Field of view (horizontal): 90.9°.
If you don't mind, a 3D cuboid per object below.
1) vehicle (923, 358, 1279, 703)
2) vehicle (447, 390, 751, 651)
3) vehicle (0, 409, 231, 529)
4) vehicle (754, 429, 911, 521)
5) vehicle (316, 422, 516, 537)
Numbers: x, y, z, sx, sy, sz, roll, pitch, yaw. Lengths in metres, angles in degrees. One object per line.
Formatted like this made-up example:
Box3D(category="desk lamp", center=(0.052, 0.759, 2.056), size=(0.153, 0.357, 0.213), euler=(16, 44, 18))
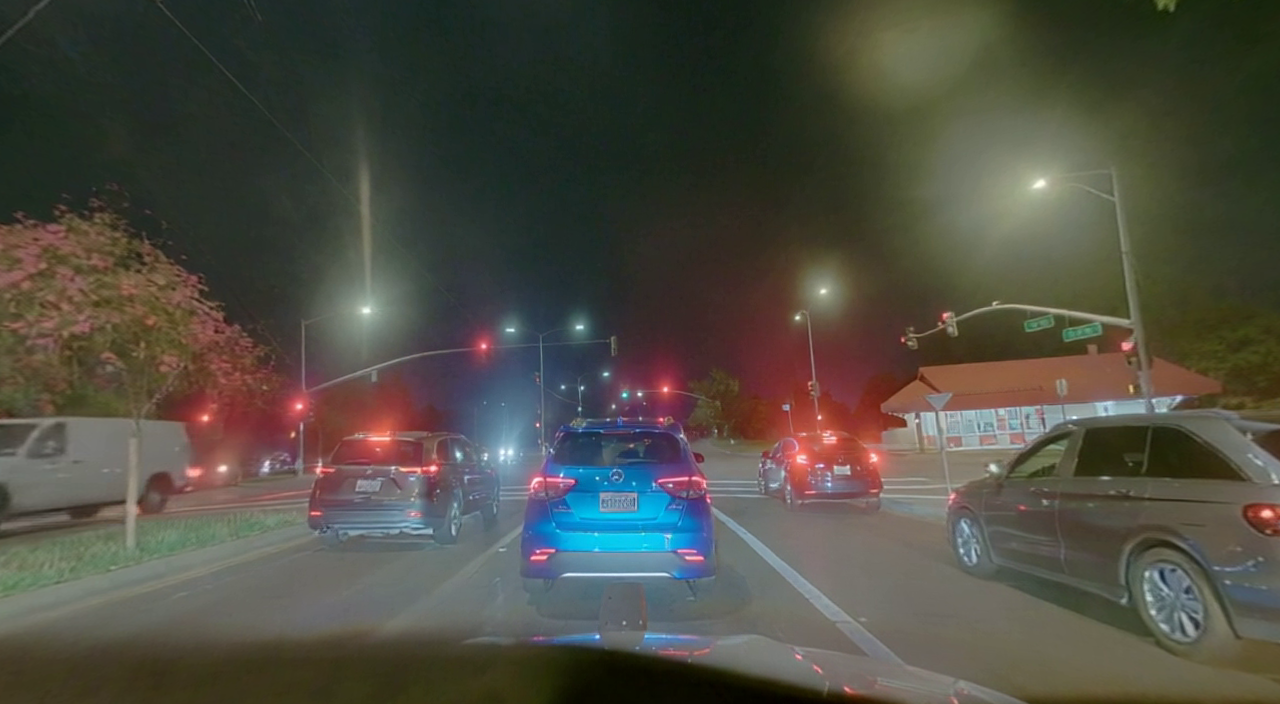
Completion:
Box3D(category="vehicle", center=(4.149, 1.202, 4.929), size=(2.014, 1.740, 4.515), euler=(-1, -8, 4))
Box3D(category="vehicle", center=(-0.158, 1.415, 6.313), size=(2.022, 1.700, 4.084), euler=(0, -8, 4))
Box3D(category="vehicle", center=(-12.373, 2.500, 14.036), size=(2.405, 2.098, 5.888), euler=(0, -8, 2))
Box3D(category="vehicle", center=(3.647, 2.399, 12.775), size=(1.847, 1.554, 3.885), euler=(0, -8, -2))
Box3D(category="vehicle", center=(-3.774, 2.232, 11.635), size=(2.012, 1.701, 4.316), euler=(0, -8, 1))
